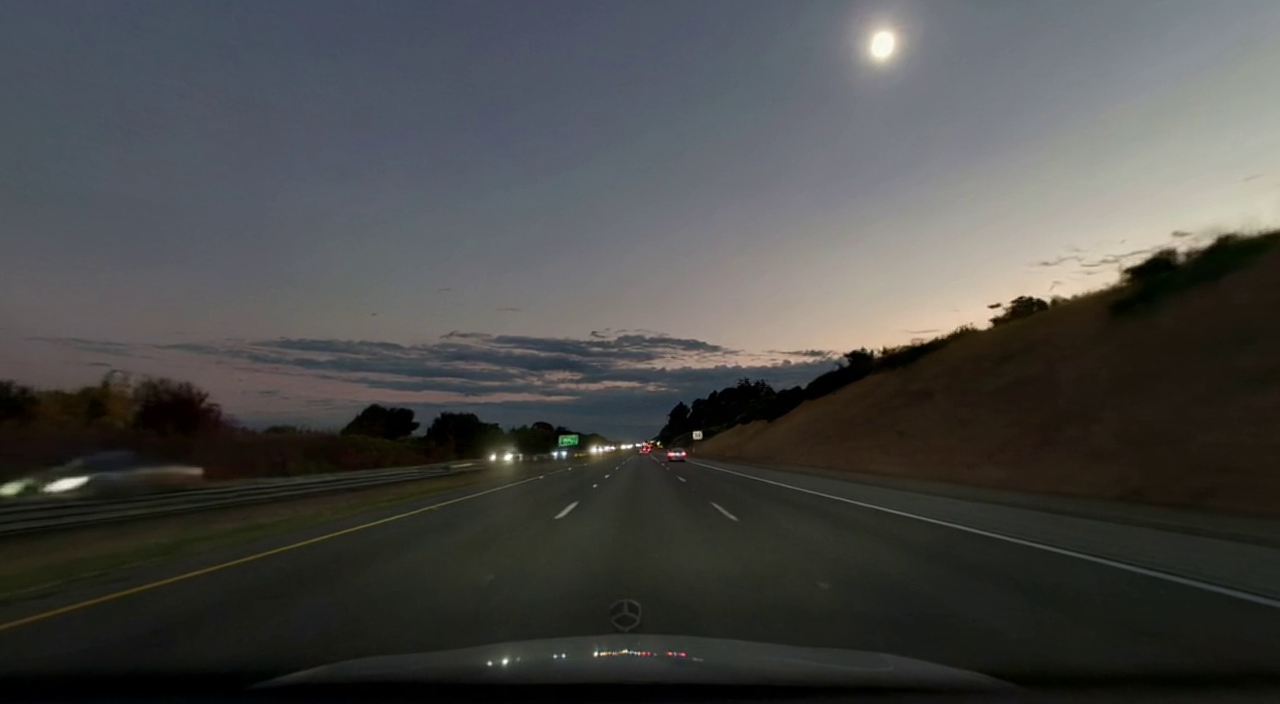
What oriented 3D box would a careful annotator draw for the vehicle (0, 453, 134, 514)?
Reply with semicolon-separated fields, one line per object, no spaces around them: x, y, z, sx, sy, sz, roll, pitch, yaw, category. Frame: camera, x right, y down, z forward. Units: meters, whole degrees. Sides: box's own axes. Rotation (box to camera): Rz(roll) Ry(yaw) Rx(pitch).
-16.278;3.484;17.139;1.789;1.446;3.886;0;-9;0;vehicle
